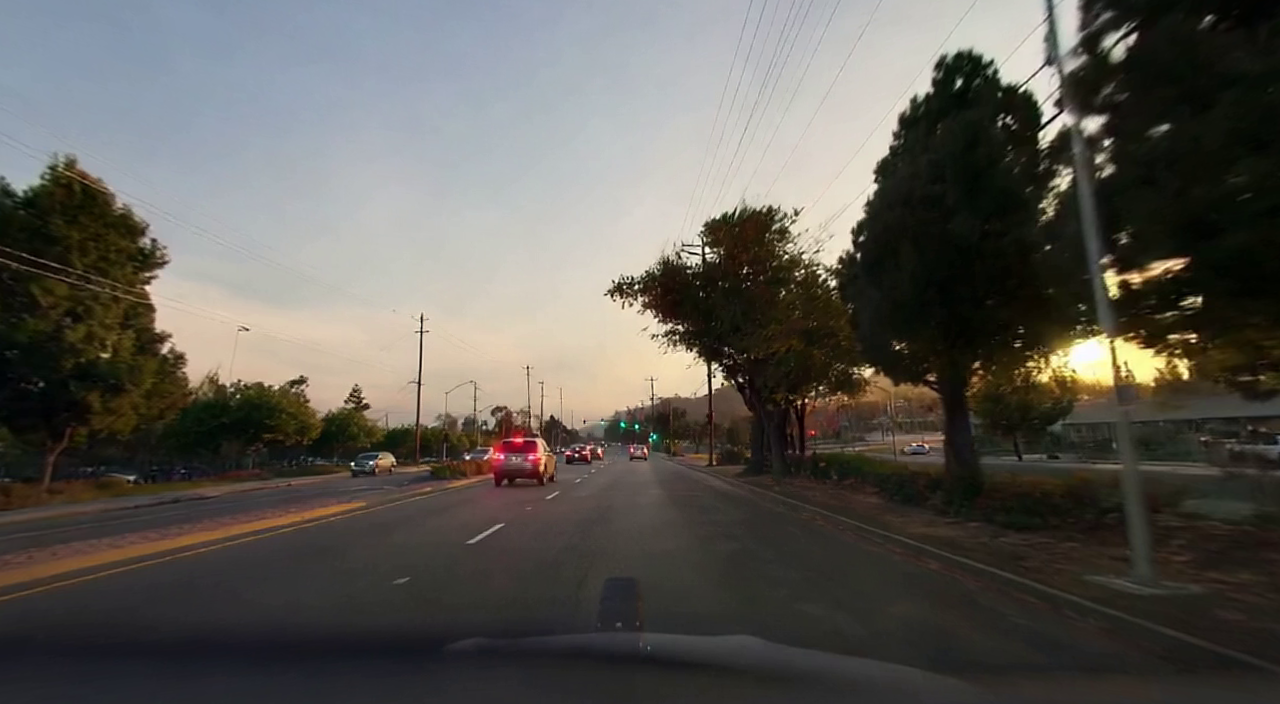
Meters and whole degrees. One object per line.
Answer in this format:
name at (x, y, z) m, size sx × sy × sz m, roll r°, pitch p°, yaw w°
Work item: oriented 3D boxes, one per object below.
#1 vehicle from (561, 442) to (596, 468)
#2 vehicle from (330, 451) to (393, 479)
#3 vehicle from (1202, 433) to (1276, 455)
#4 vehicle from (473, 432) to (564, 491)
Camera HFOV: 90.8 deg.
vehicle at (-4.222, 7.154, 43.880) m, size 2.041 × 1.698 × 4.094 m, roll 0°, pitch -9°, yaw 0°
vehicle at (-18.061, 7.345, 41.241) m, size 2.107 × 1.676 × 4.481 m, roll 0°, pitch -9°, yaw -1°
vehicle at (41.548, 6.391, 43.825) m, size 4.006 × 1.508 × 2.079 m, roll 3°, pitch -9°, yaw -21°
vehicle at (-4.013, 3.707, 21.730) m, size 2.189 × 1.807 × 4.467 m, roll 0°, pitch -9°, yaw 1°
